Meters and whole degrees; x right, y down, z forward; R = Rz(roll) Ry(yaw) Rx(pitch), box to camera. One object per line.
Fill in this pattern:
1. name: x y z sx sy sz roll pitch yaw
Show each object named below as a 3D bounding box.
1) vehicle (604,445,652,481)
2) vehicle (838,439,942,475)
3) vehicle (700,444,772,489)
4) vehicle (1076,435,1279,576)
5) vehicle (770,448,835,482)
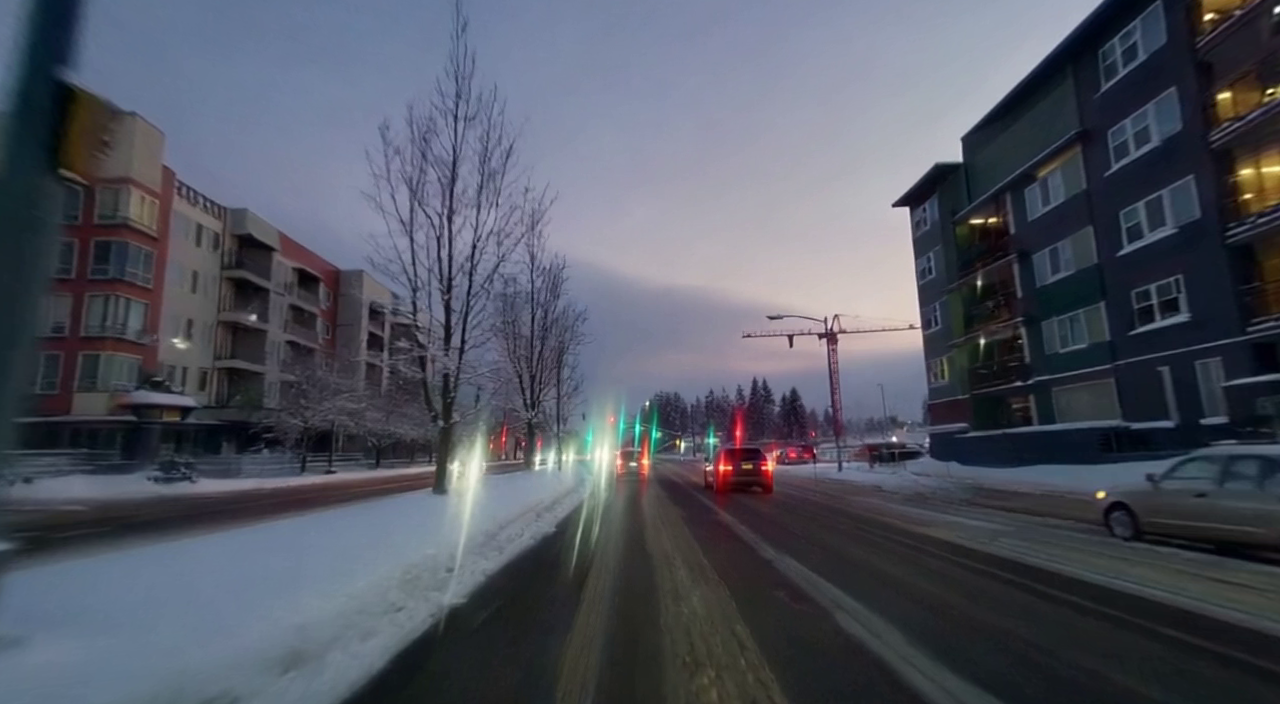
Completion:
1. vehicle: -0.490 4.966 28.425 2.006 1.487 3.535 0 -9 0
2. vehicle: 13.064 5.496 33.224 4.622 1.761 1.986 0 -9 0
3. vehicle: 3.333 4.061 22.755 1.910 1.474 4.003 0 -9 -1
4. vehicle: 7.754 1.718 7.302 1.921 1.480 4.789 0 -9 -1
5. vehicle: 7.593 5.298 30.028 1.883 1.452 4.598 0 -9 0
